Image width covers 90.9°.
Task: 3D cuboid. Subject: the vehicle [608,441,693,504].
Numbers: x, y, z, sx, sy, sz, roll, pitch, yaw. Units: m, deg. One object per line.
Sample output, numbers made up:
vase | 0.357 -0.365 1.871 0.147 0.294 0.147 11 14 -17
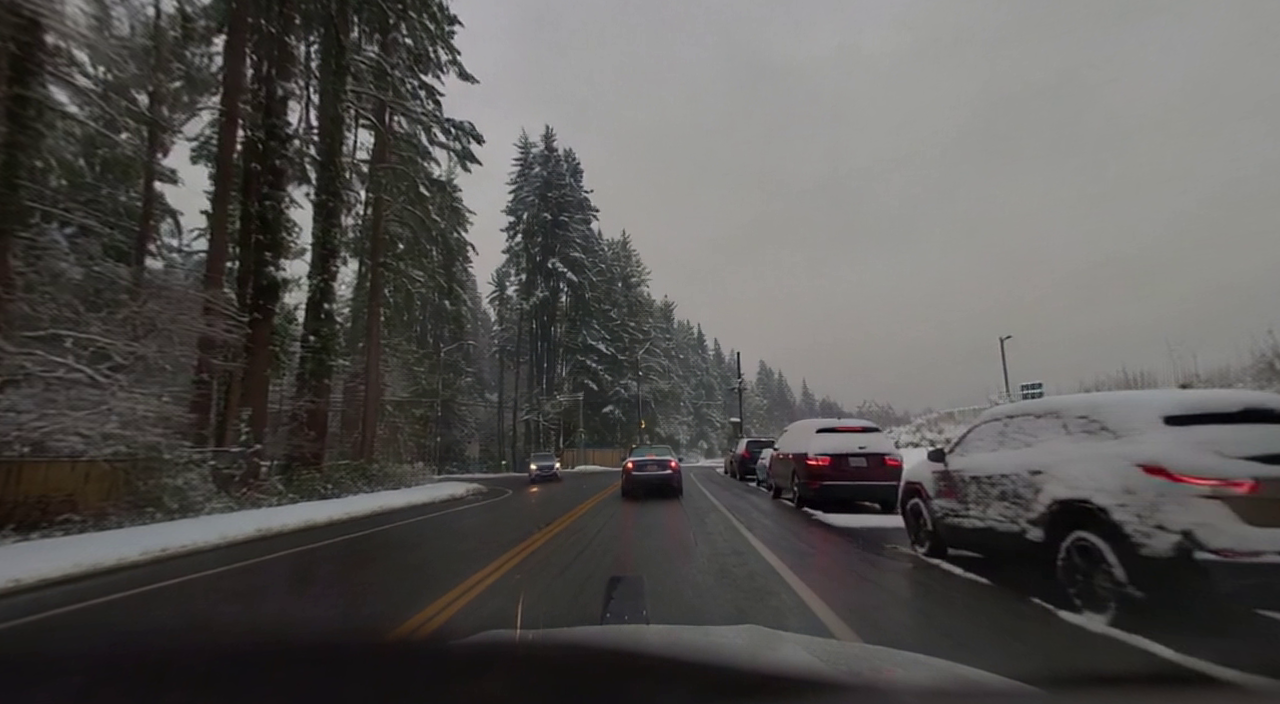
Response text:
vehicle | 0.330 3.258 17.585 2.078 1.521 4.058 0 -8 2

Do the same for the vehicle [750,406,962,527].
vehicle | 4.251 2.410 14.003 2.484 2.037 6.362 0 -8 0

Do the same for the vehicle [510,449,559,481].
vehicle | -7.338 7.707 43.253 2.131 1.961 4.955 4 -9 -23

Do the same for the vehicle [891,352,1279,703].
vehicle | 4.138 1.224 5.459 2.093 1.822 4.483 0 -8 1
